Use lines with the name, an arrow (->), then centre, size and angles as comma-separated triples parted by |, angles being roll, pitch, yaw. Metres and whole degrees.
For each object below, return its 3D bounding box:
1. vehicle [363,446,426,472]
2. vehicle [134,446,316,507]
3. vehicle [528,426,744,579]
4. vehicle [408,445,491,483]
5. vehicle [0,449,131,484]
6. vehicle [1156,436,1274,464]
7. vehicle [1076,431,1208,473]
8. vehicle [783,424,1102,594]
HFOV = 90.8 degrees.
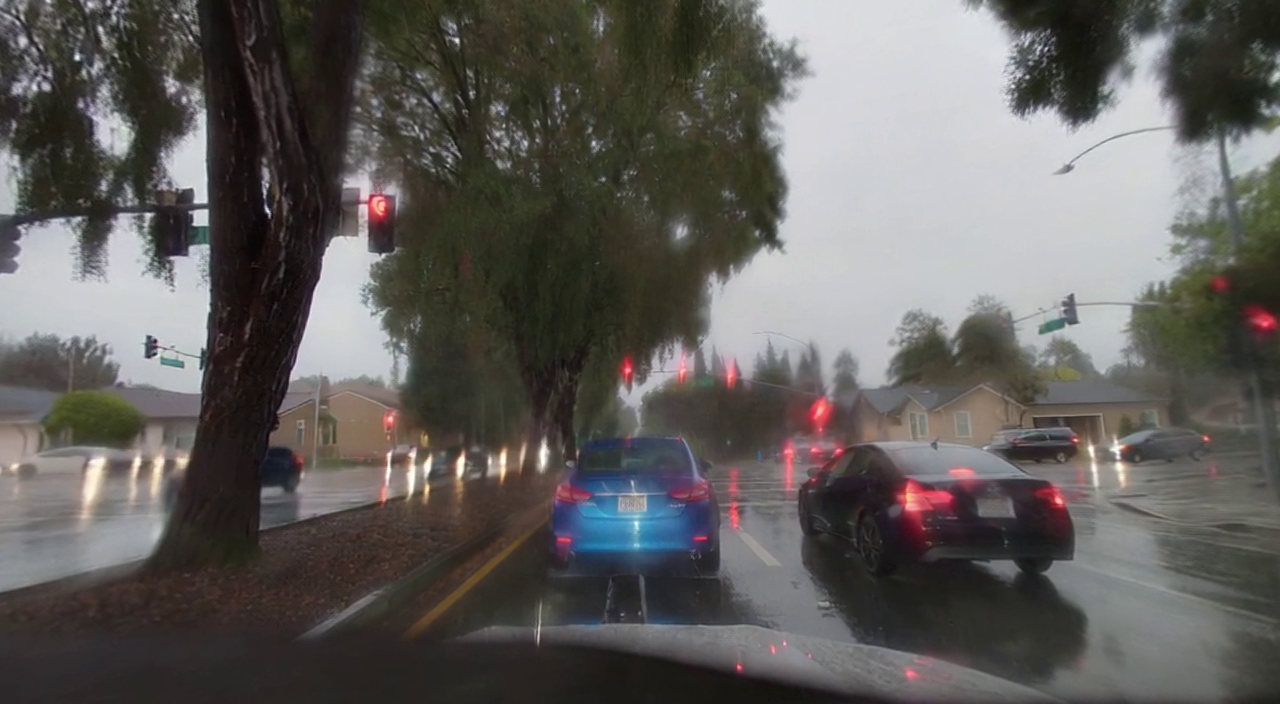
vehicle -> -17.090, 7.456, 44.279 | 1.893, 1.658, 4.474 | -2, -9, 12
vehicle -> -11.361, 3.388, 17.775 | 2.125, 1.476, 4.385 | 0, -8, 0
vehicle -> -0.053, 1.778, 8.272 | 2.103, 1.478, 4.073 | 0, -8, 0
vehicle -> -7.563, 4.482, 25.575 | 2.040, 1.374, 4.150 | 0, -8, 1
vehicle -> -28.151, 5.602, 31.064 | 4.538, 1.591, 1.949 | 0, -8, 1
vehicle -> 30.563, 5.222, 33.659 | 4.489, 1.432, 1.790 | 0, -9, 0
vehicle -> 24.000, 4.784, 30.327 | 4.520, 1.762, 2.005 | -2, -8, -1
vehicle -> 3.183, 1.716, 7.781 | 1.913, 1.505, 4.097 | 0, -8, 0
